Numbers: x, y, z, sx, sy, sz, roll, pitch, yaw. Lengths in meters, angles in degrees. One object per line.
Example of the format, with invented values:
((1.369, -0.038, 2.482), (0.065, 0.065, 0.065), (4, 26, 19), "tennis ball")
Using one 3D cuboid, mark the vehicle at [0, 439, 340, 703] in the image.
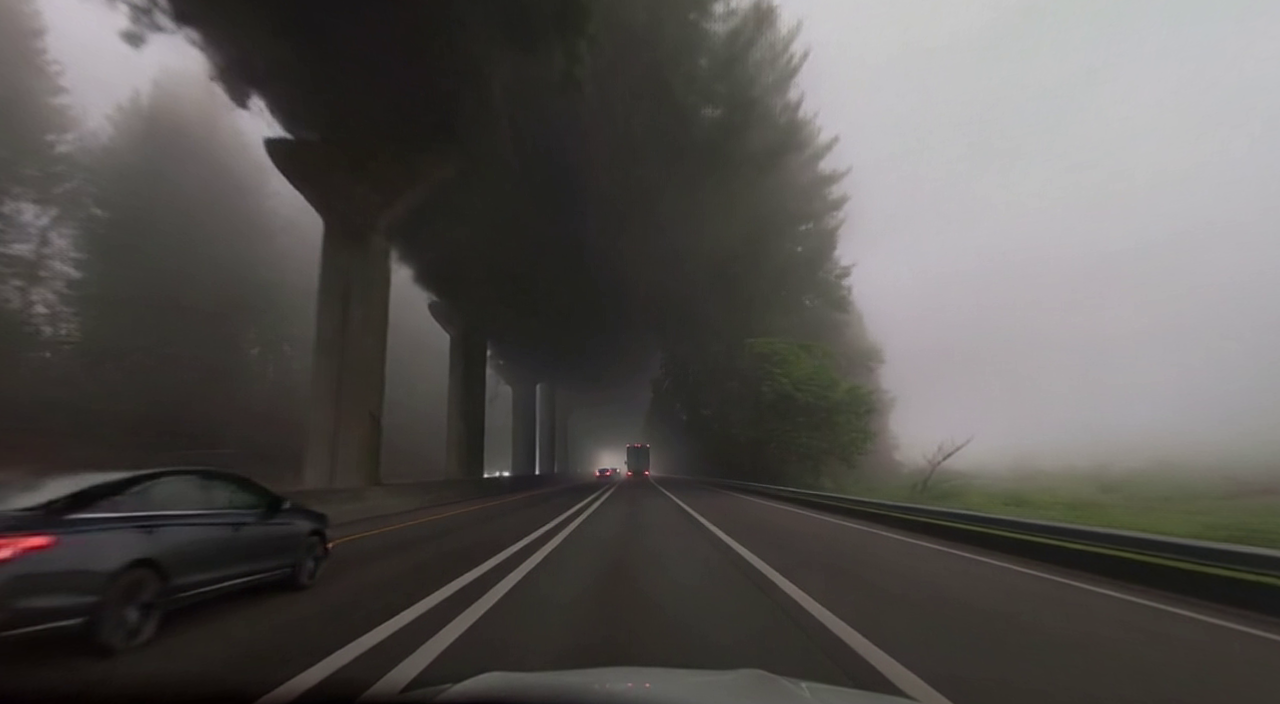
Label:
((-4.292, 1.398, 4.417), (1.950, 1.460, 4.812), (0, -10, 1), "vehicle")
